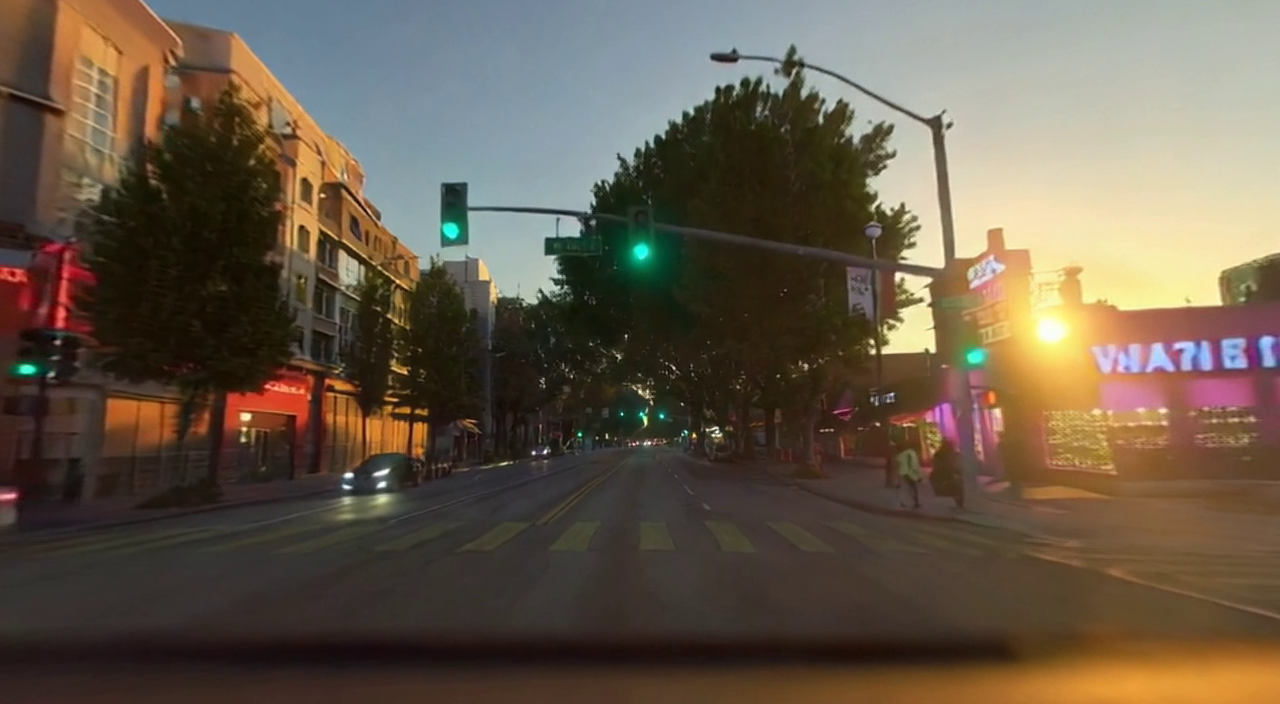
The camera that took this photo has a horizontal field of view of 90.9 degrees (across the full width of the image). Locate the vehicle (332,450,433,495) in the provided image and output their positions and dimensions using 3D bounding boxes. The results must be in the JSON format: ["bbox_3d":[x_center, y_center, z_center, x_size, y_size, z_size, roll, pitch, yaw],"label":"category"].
[{"bbox_3d":[-9.212,4.322,22.982,1.913,1.457,4.048,-1,-8,1],"label":"vehicle"}]
